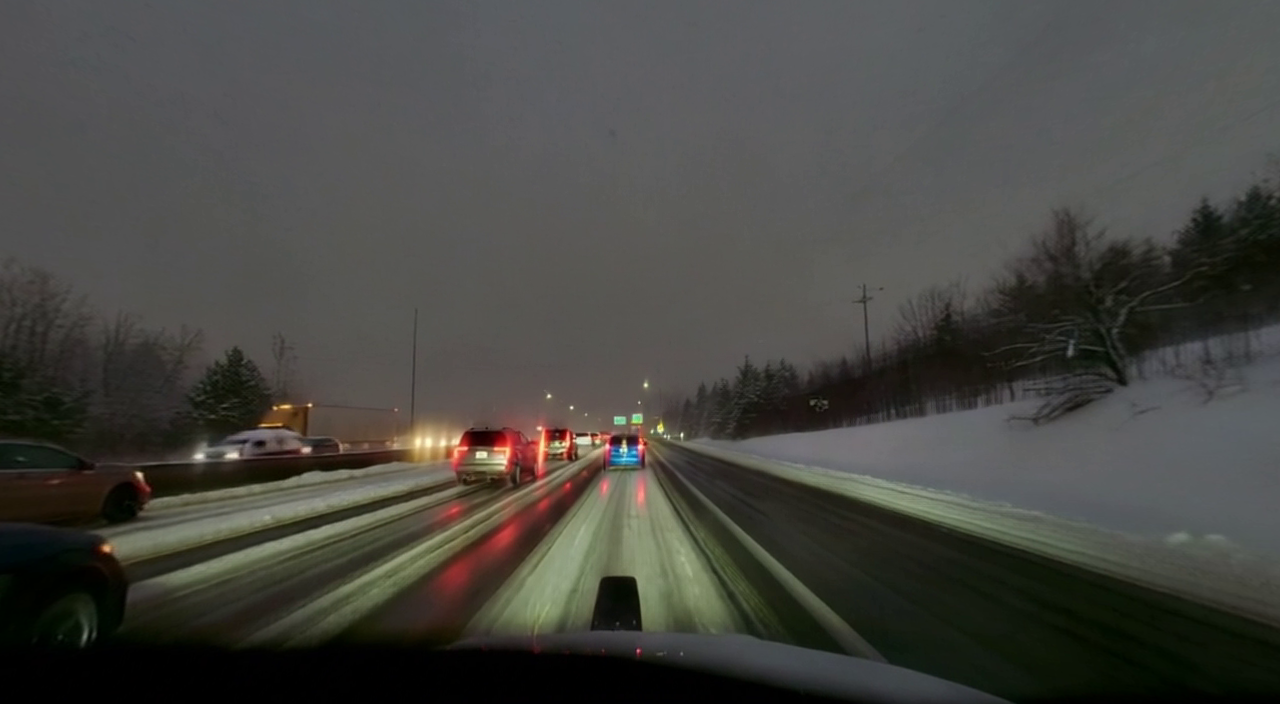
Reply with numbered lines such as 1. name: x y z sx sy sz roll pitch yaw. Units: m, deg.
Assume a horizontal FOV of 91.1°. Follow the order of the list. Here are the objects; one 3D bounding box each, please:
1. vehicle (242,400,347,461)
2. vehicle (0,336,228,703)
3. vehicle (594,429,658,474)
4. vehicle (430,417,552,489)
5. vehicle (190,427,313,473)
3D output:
1. vehicle: -24.070 5.574 44.356 3.143 3.921 7.226 0 -8 0
2. vehicle: -3.759 0.696 1.925 2.107 1.703 4.274 0 -8 -1
3. vehicle: -0.481 3.484 22.360 2.070 1.452 3.834 0 -8 -1
4. vehicle: -3.878 2.718 17.312 2.154 1.690 4.595 0 -8 1
5. vehicle: -15.486 3.906 25.435 2.078 1.665 4.538 0 -8 0
